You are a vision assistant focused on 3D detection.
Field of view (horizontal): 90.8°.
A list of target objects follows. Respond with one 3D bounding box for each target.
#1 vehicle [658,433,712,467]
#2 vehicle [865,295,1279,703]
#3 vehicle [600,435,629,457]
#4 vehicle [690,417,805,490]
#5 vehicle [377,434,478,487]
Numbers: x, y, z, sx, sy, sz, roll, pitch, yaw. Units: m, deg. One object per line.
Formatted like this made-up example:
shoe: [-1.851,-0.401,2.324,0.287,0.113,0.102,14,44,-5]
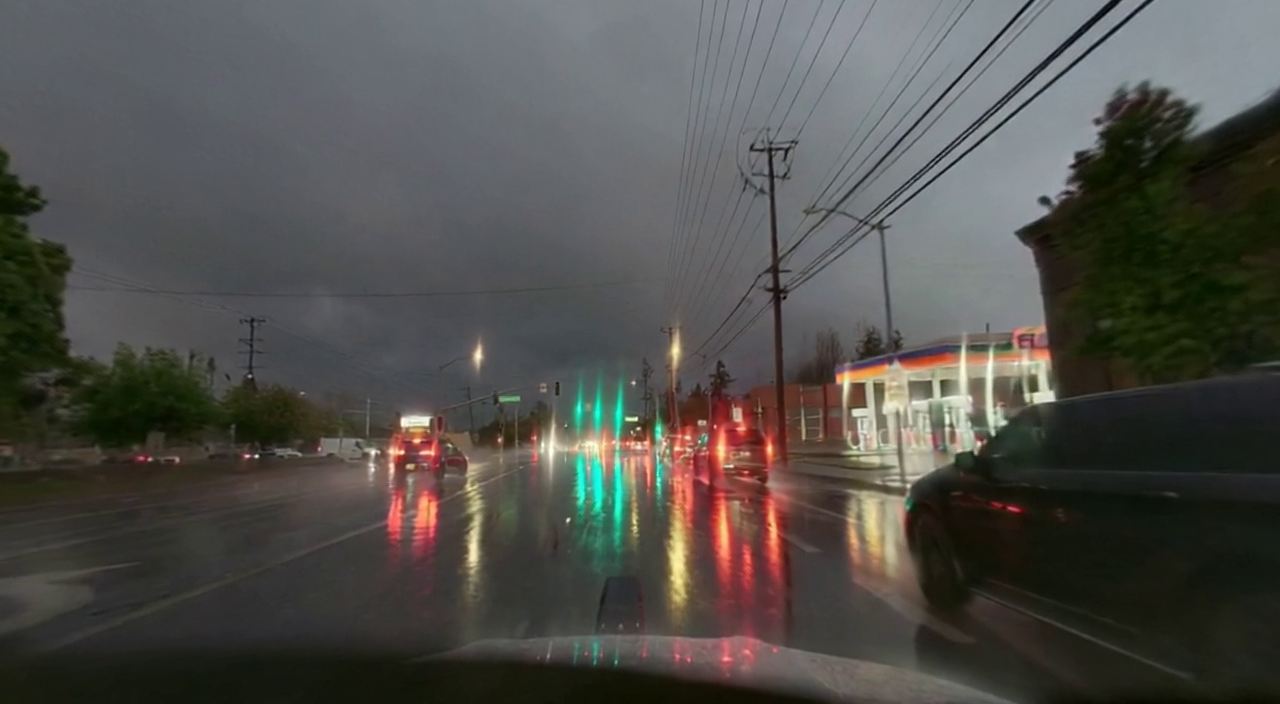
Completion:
vehicle: [2.073,4.692,30.394,1.945,1.470,4.363,0,-8,-5]
vehicle: [3.628,0.860,3.519,2.582,1.810,5.315,0,-8,-2]
vehicle: [-1.905,6.858,46.088,2.065,1.484,3.894,0,-8,-4]
vehicle: [2.942,2.952,18.623,2.124,1.824,4.973,0,-8,-5]
vehicle: [-6.656,3.419,20.298,2.075,1.470,4.190,0,-8,-5]
